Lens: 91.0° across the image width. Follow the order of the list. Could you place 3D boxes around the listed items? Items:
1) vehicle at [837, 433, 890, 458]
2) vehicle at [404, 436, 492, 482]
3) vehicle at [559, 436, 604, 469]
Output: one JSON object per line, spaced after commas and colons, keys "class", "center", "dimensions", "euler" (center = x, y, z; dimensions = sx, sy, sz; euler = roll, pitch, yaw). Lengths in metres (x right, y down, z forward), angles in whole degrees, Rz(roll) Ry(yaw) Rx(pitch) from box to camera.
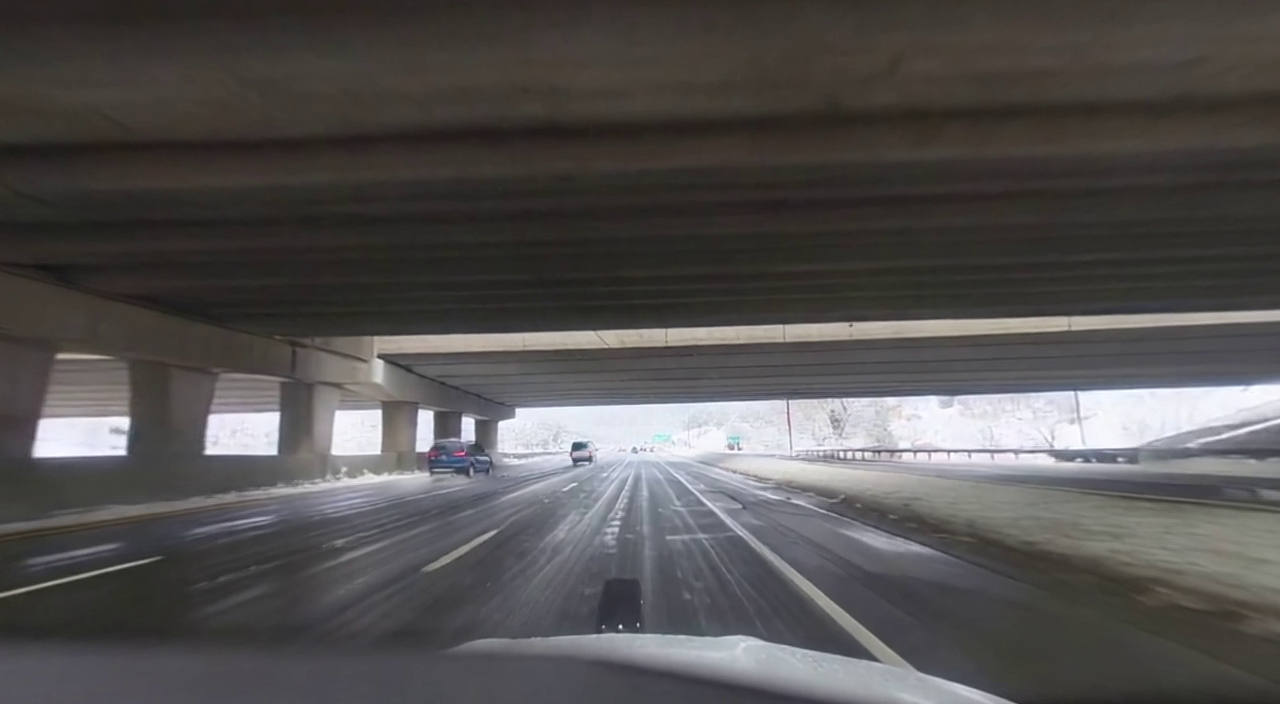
{"class": "vehicle", "center": [14.590, 6.143, 41.321], "dimensions": [1.896, 1.518, 4.417], "euler": [0, -8, 1]}
{"class": "vehicle", "center": [-7.779, 4.386, 26.015], "dimensions": [2.092, 1.712, 4.627], "euler": [0, -8, 1]}
{"class": "vehicle", "center": [-3.445, 6.034, 38.105], "dimensions": [2.144, 1.847, 4.850], "euler": [0, -8, 1]}
